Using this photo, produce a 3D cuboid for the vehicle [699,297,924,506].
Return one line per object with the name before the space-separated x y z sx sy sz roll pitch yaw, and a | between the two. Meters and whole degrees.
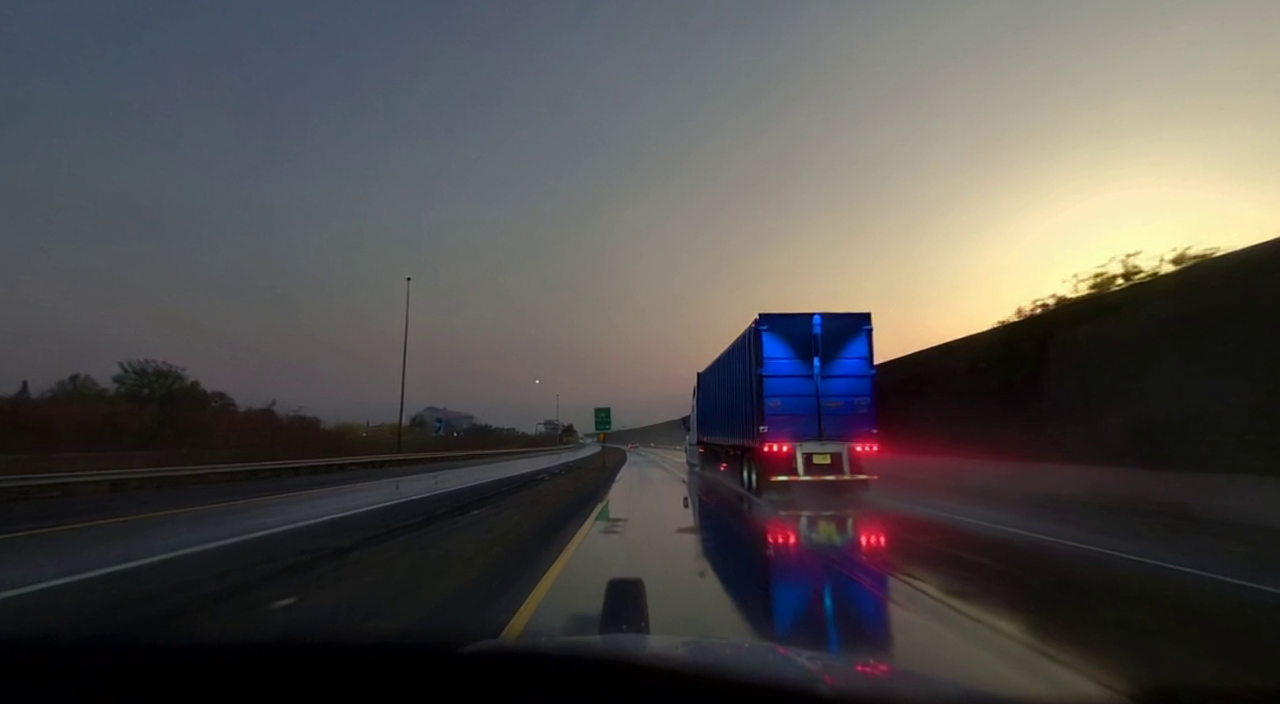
vehicle | 4.329 2.002 20.531 3.615 4.578 13.539 0 -8 0
